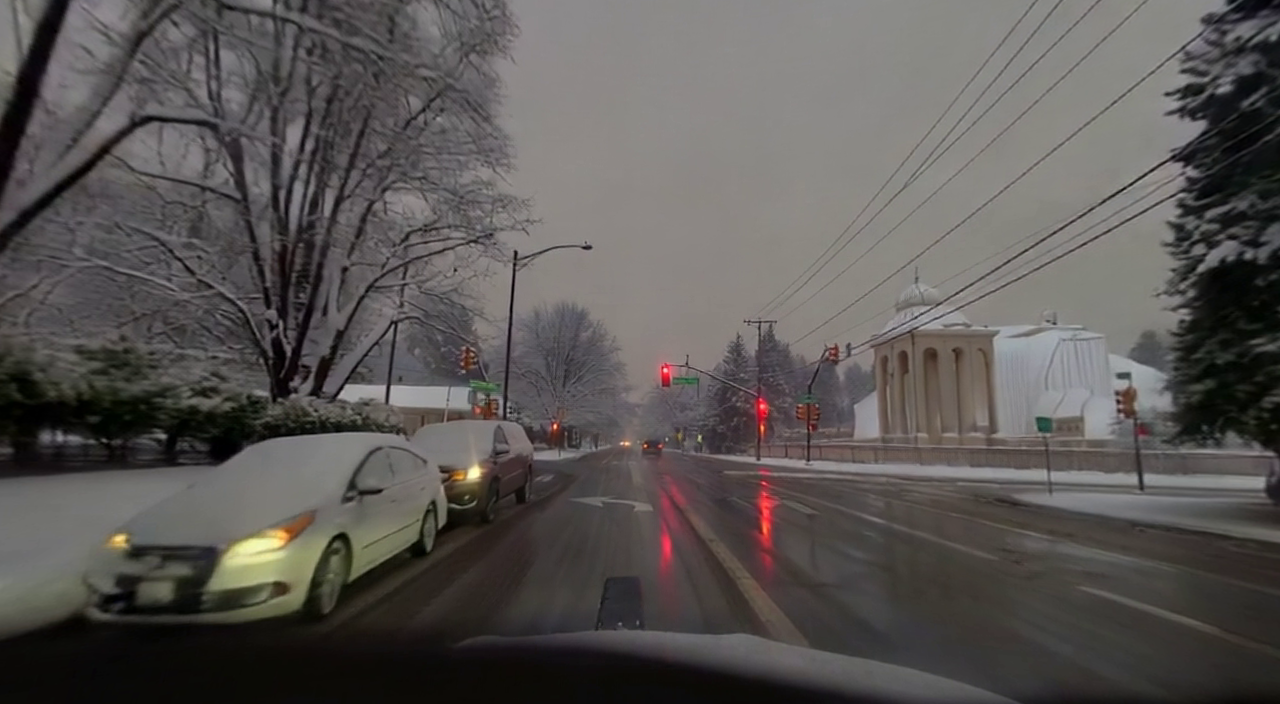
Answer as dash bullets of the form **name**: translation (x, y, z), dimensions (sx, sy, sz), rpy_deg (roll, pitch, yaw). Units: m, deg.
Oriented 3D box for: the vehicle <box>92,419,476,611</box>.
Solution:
- **vehicle**: translation (-3.494, 1.672, 7.502), dimensions (1.855, 1.534, 4.644), rpy_deg (0, -9, 0)
